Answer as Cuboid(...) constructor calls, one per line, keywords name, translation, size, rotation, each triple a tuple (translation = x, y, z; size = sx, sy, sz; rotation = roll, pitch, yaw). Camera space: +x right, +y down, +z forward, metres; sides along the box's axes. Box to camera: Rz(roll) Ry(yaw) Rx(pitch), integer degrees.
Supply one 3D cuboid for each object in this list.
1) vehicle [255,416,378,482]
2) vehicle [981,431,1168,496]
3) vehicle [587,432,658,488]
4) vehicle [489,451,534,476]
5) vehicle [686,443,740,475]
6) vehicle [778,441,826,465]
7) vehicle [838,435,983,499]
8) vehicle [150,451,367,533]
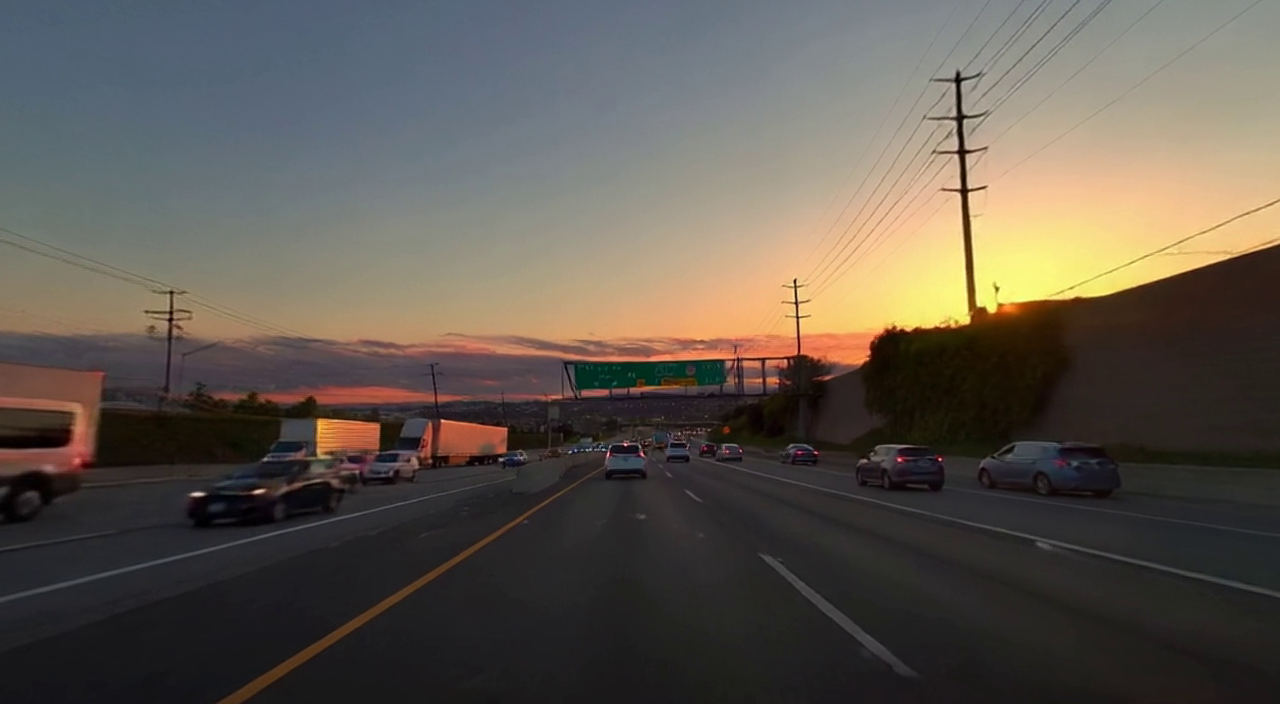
Cuboid(name="vehicle", translation=(-22.736, 6.941, 45.470), size=(2.958, 4.081, 11.148), rotation=(0, -9, 0))
Cuboid(name="vehicle", translation=(11.256, 2.902, 16.819), size=(1.944, 1.505, 4.138), rotation=(0, -9, -2))
Cuboid(name="vehicle", translation=(-0.581, 3.854, 22.854), size=(2.298, 1.809, 4.359), rotation=(0, -8, 0))
Cuboid(name="vehicle", translation=(-8.169, 7.125, 40.539), size=(1.897, 1.470, 4.474), rotation=(0, -9, 0))
Cuboid(name="vehicle", translation=(3.573, 5.311, 31.697), size=(1.934, 1.461, 4.368), rotation=(0, -9, -4))
Cuboid(name="vehicle", translation=(10.692, 6.679, 41.982), size=(1.901, 1.485, 4.483), rotation=(0, -9, -2))
Cuboid(name="vehicle", translation=(7.030, 3.017, 16.997), size=(1.958, 1.473, 4.201), rotation=(0, -9, -1))
Cuboid(name="vehicle", translation=(-8.181, 2.994, 14.190), size=(2.086, 1.477, 4.438), rotation=(0, -9, 0))
